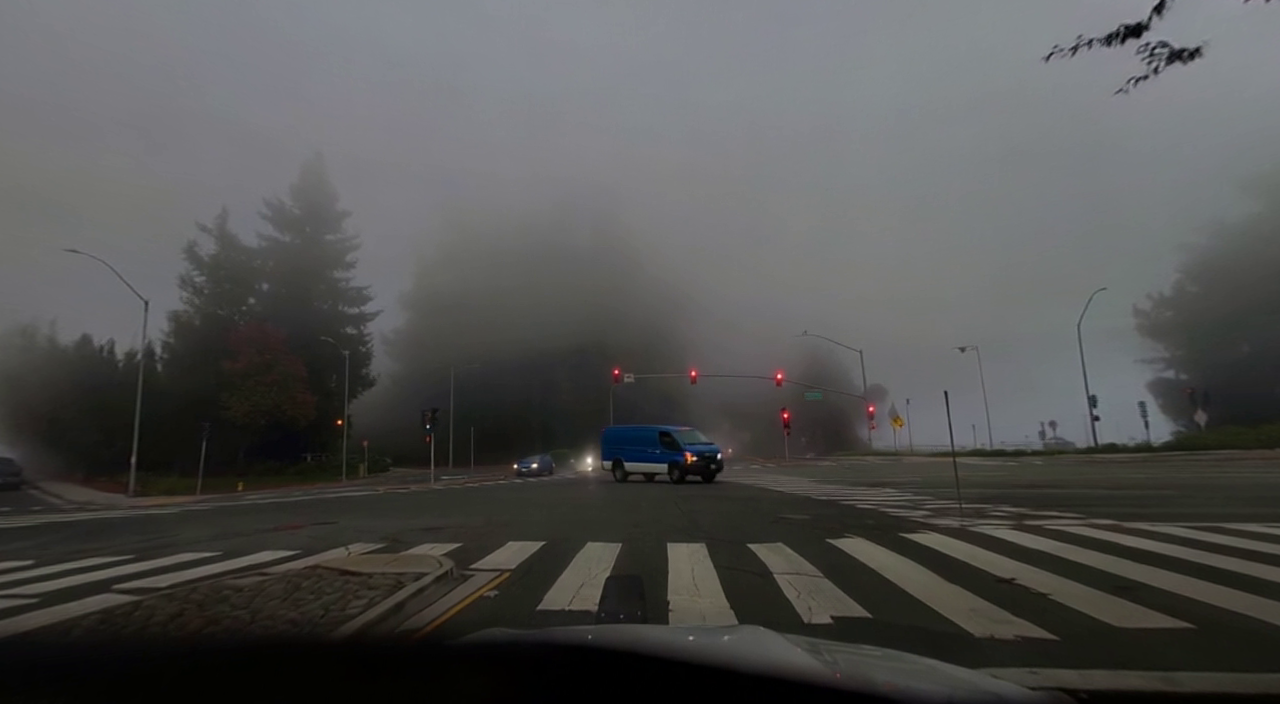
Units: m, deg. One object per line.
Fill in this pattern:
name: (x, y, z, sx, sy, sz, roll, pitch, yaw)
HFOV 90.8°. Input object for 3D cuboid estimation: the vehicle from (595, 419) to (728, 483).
vehicle: (0.770, 4.235, 27.261, 2.465, 2.404, 5.791, 7, -11, -39)

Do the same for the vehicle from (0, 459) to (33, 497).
vehicle: (-47.651, 9.373, 47.119, 2.529, 2.543, 5.861, 6, -10, -37)
